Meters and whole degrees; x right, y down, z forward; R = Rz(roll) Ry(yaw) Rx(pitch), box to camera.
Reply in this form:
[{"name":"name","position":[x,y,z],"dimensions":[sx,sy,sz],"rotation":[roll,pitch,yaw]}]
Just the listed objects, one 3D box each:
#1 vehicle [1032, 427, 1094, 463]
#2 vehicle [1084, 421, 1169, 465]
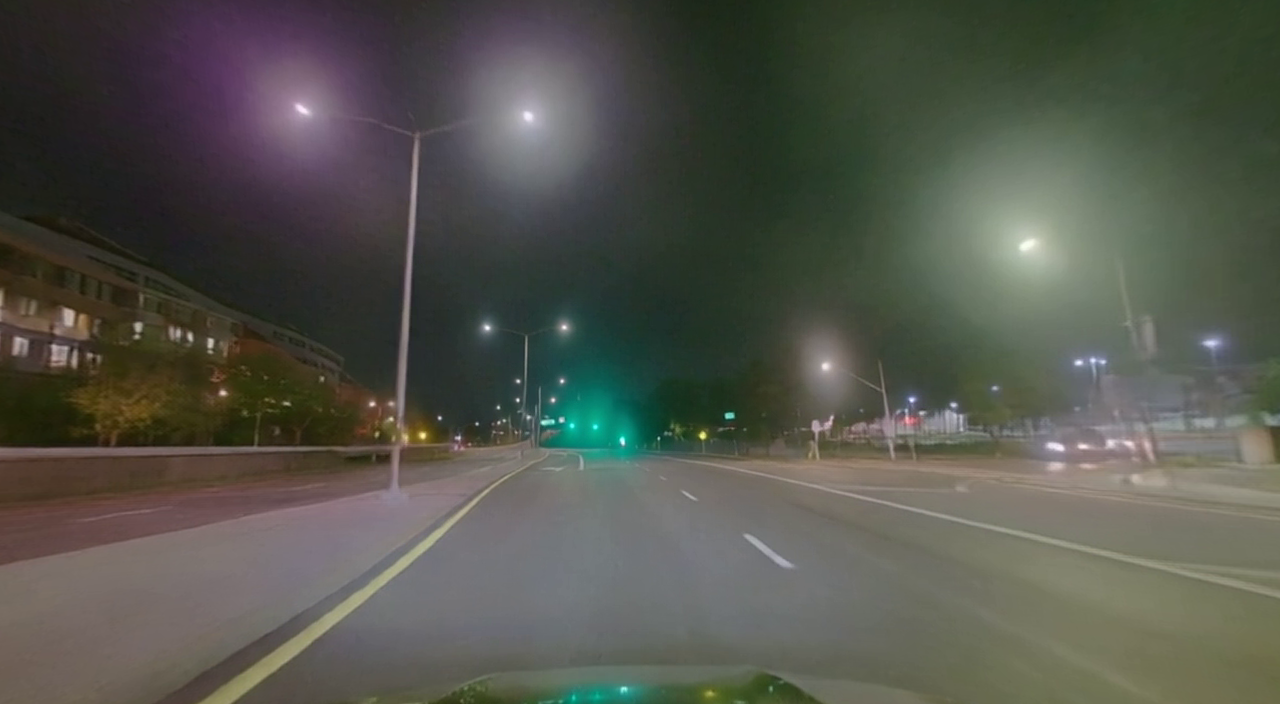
[{"name":"vehicle","position":[22.120,4.884,33.197],"dimensions":[1.969,1.732,4.610],"rotation":[-3,-9,25]},{"name":"vehicle","position":[24.086,4.537,31.532],"dimensions":[2.177,1.983,5.217],"rotation":[-3,-9,25]}]
